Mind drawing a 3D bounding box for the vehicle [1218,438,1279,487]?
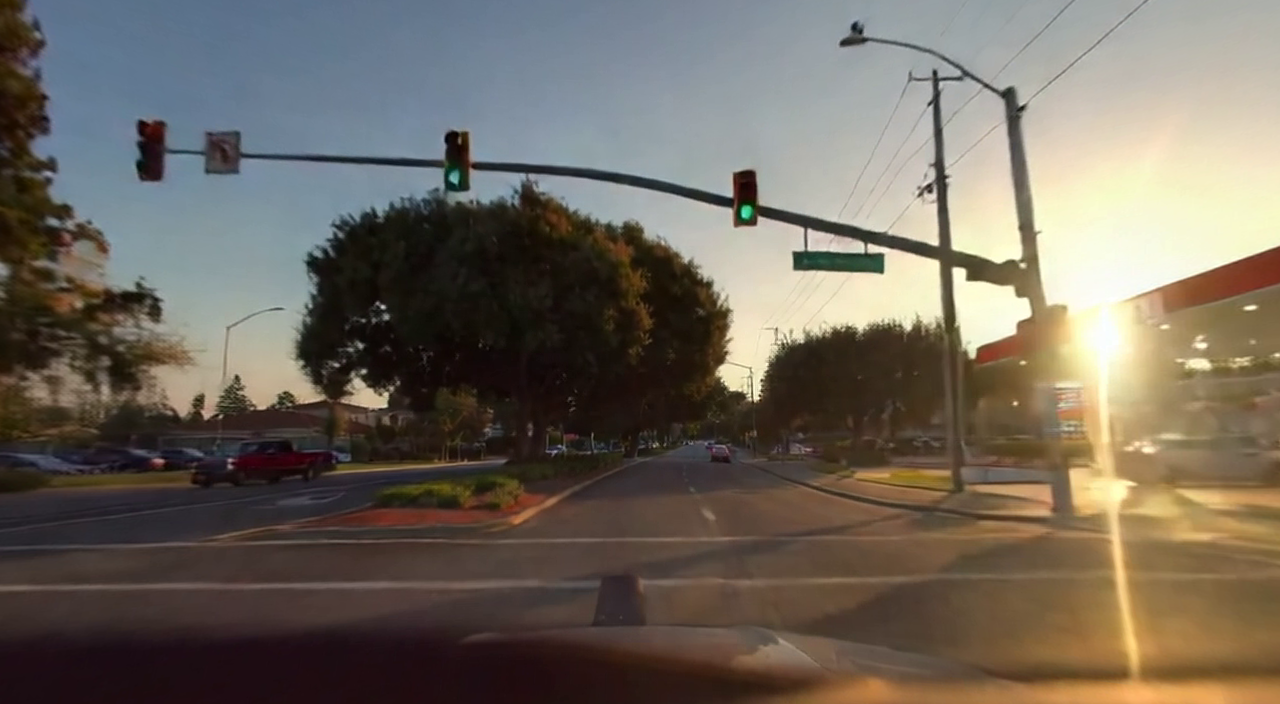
[{"bbox_3d":[20.177,3.570,20.151,4.553,1.371,2.019,11,-17,-42],"label":"vehicle"}]

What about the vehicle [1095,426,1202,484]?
[{"bbox_3d":[17.801,3.568,22.028,4.601,1.766,2.015,7,-14,-42],"label":"vehicle"}]

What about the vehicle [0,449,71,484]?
[{"bbox_3d":[-32.238,5.776,32.031,4.820,1.694,2.101,-1,-9,4],"label":"vehicle"}]

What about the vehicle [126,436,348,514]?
[{"bbox_3d":[-9.033,2.793,14.791,2.023,1.498,4.605,-1,-9,2],"label":"vehicle"}]
